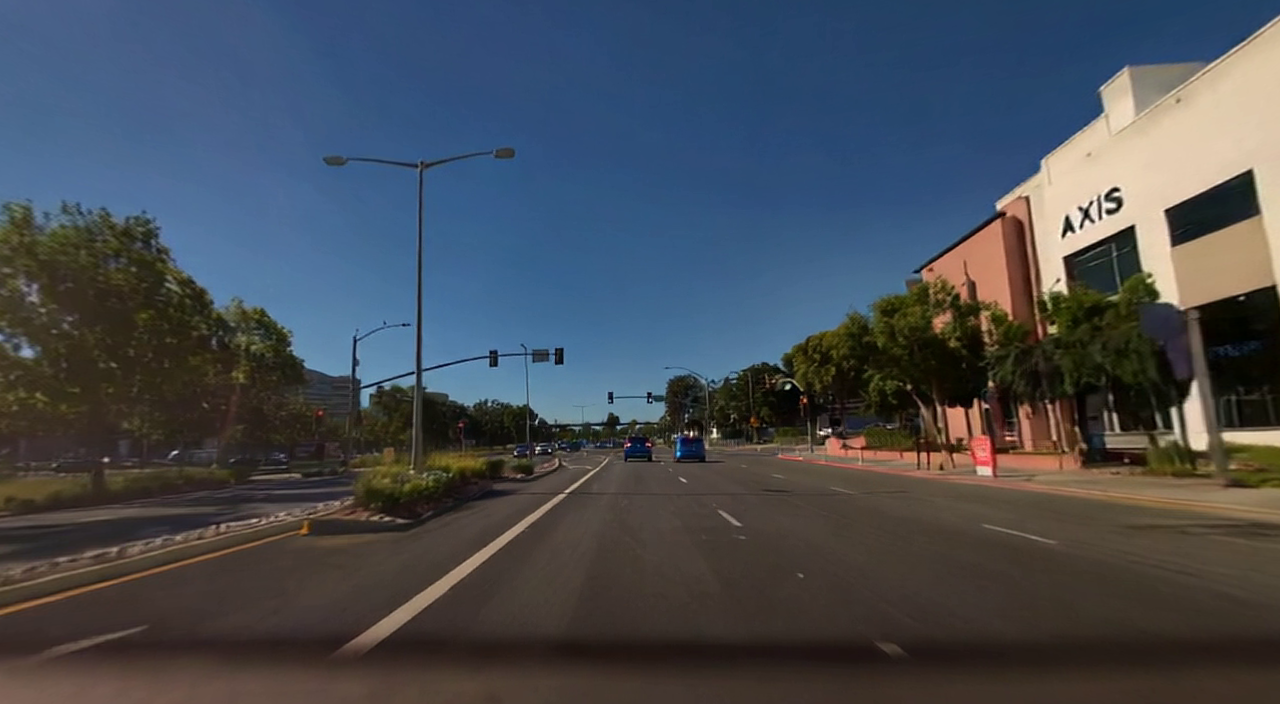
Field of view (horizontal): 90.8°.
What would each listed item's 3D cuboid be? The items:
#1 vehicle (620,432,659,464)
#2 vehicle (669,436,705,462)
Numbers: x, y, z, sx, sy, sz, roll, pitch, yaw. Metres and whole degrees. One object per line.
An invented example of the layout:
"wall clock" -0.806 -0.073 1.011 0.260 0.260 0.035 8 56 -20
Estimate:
"vehicle" -0.124 6.373 41.967 2.413 1.939 4.716 0 -8 -2
"vehicle" 3.300 6.904 45.178 2.107 1.736 4.228 0 -8 -2
